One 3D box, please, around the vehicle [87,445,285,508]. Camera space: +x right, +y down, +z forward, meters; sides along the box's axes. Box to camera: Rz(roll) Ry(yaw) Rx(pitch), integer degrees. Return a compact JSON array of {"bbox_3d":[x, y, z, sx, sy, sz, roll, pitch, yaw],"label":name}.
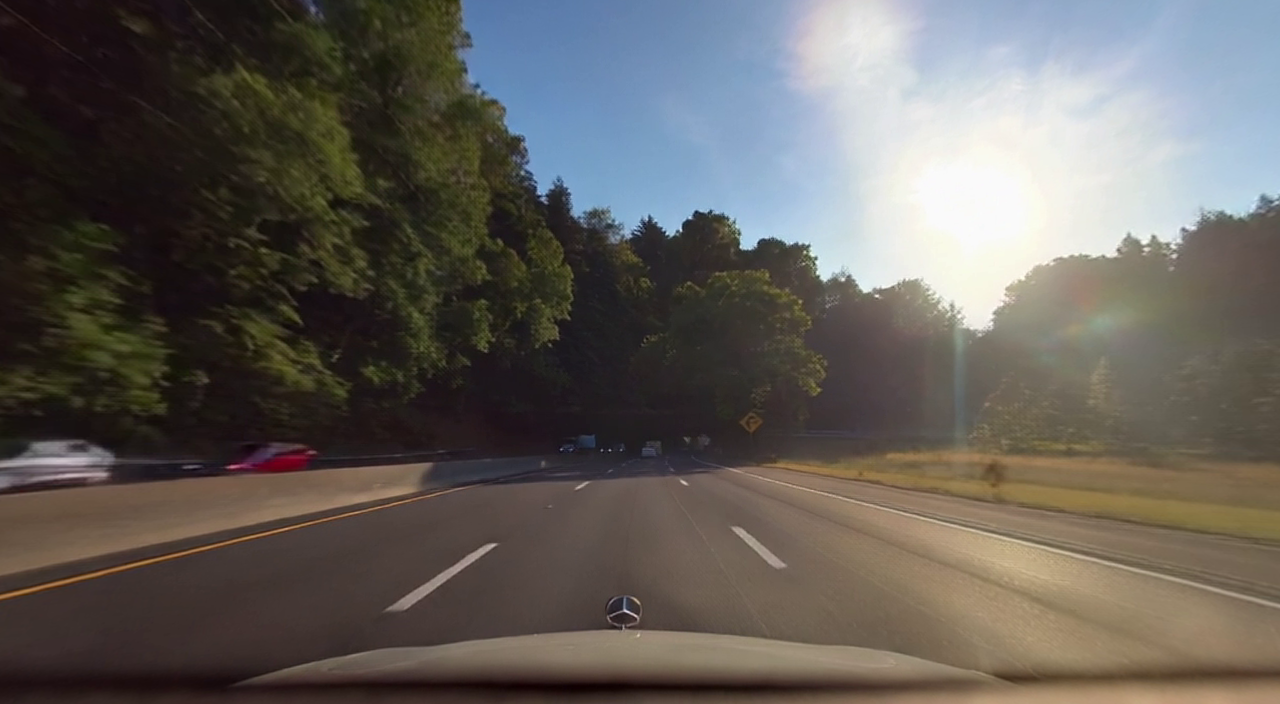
[{"bbox_3d":[-11.966,3.277,17.080,2.024,1.464,4.388,0,-9,1],"label":"vehicle"}]
